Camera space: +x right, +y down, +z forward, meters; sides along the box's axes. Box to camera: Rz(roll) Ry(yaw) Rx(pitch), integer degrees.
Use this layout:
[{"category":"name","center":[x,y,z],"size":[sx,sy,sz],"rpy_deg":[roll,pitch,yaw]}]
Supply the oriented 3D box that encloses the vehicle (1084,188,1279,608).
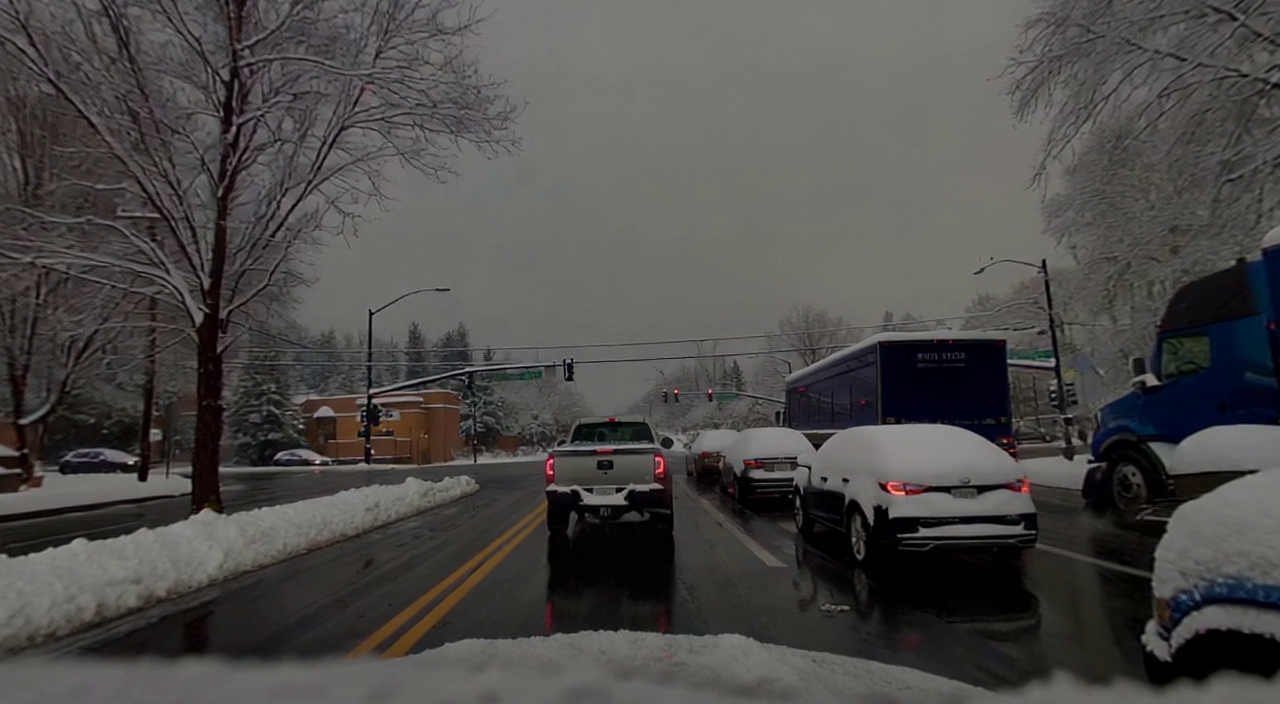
[{"category":"vehicle","center":[6.524,0.103,3.339],"size":[2.802,3.322,7.429],"rpy_deg":[0,-9,0]}]

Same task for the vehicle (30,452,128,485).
[{"category":"vehicle","center":[-28.580,5.912,32.358],"size":[1.730,1.534,3.922],"rpy_deg":[1,-9,-7]}]

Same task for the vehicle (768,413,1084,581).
[{"category":"vehicle","center":[3.255,1.765,8.611],"size":[1.905,1.587,4.998],"rpy_deg":[0,-9,-1]}]

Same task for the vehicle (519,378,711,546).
[{"category":"vehicle","center":[-0.362,1.820,10.883],"size":[2.499,2.183,5.111],"rpy_deg":[0,-9,-1]}]

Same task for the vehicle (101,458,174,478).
[{"category":"vehicle","center":[-38.185,8.806,48.014],"size":[4.150,1.474,1.826],"rpy_deg":[-1,-9,6]}]
